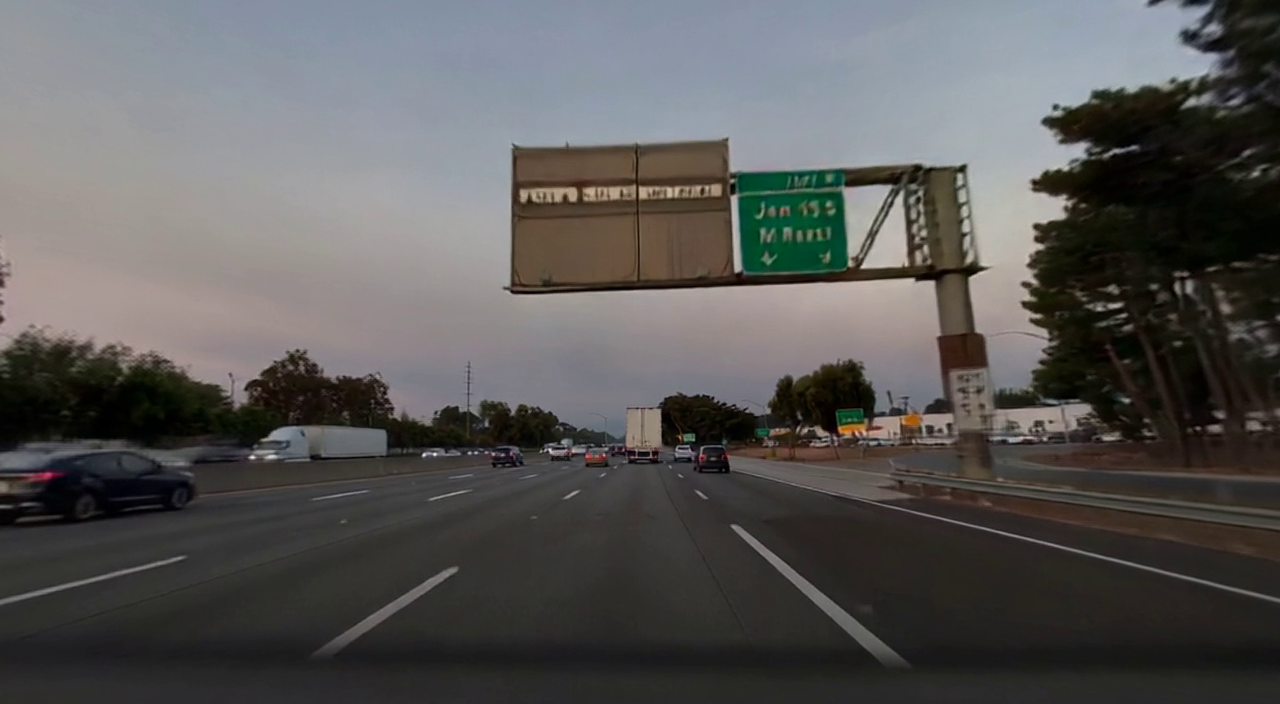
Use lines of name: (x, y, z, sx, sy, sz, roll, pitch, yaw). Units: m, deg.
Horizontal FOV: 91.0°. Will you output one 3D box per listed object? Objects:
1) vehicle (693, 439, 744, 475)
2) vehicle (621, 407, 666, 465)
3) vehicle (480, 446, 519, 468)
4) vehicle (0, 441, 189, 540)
vehicle: (3.980, 5.425, 32.776, 2.107, 1.707, 4.445, 0, -9, 0)
vehicle: (0.427, 6.505, 48.101, 3.012, 3.928, 10.262, 0, -9, 2)
vehicle: (-10.775, 8.078, 48.586, 1.966, 1.627, 4.258, 0, -9, 1)
vehicle: (-10.962, 2.422, 11.492, 2.015, 1.521, 4.550, 0, -9, 1)
